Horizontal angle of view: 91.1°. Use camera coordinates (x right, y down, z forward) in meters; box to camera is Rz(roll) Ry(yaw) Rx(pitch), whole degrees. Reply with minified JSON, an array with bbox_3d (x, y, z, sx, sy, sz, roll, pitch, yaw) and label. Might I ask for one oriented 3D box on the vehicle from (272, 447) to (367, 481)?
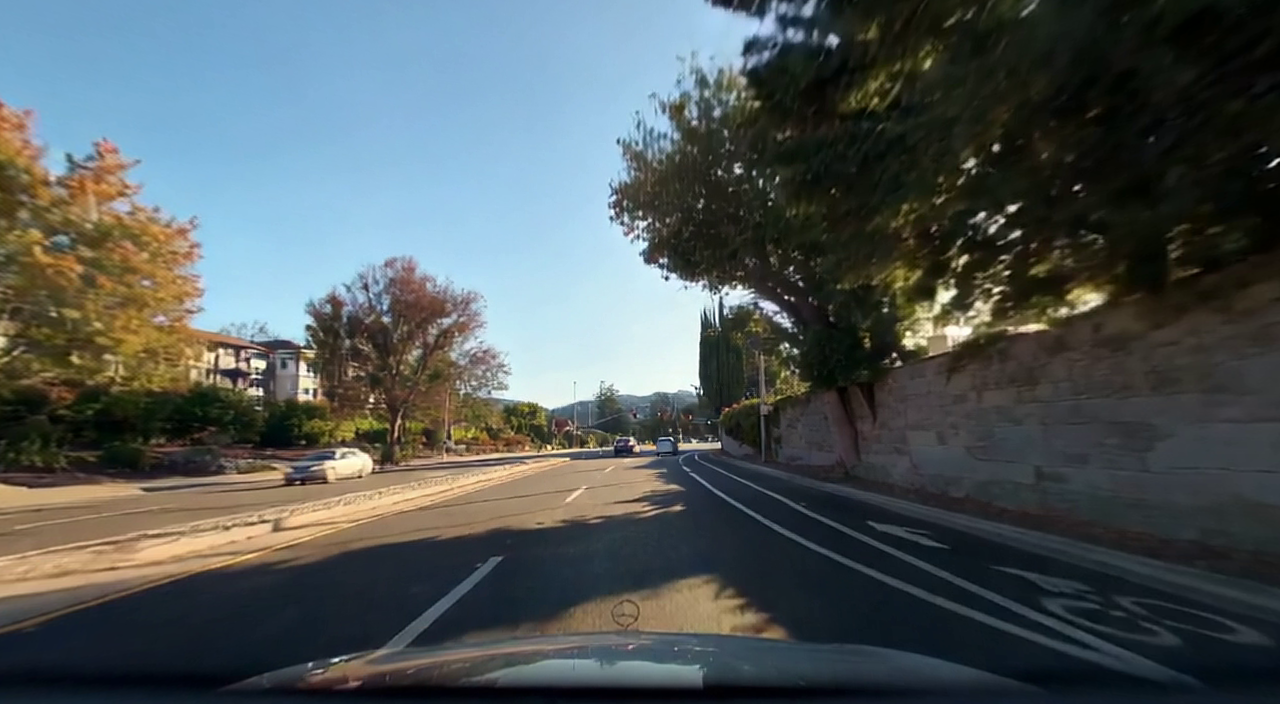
[{"bbox_3d":[-15.017,5.265,29.785,1.889,1.461,4.730,-1,-9,2],"label":"vehicle"}]
